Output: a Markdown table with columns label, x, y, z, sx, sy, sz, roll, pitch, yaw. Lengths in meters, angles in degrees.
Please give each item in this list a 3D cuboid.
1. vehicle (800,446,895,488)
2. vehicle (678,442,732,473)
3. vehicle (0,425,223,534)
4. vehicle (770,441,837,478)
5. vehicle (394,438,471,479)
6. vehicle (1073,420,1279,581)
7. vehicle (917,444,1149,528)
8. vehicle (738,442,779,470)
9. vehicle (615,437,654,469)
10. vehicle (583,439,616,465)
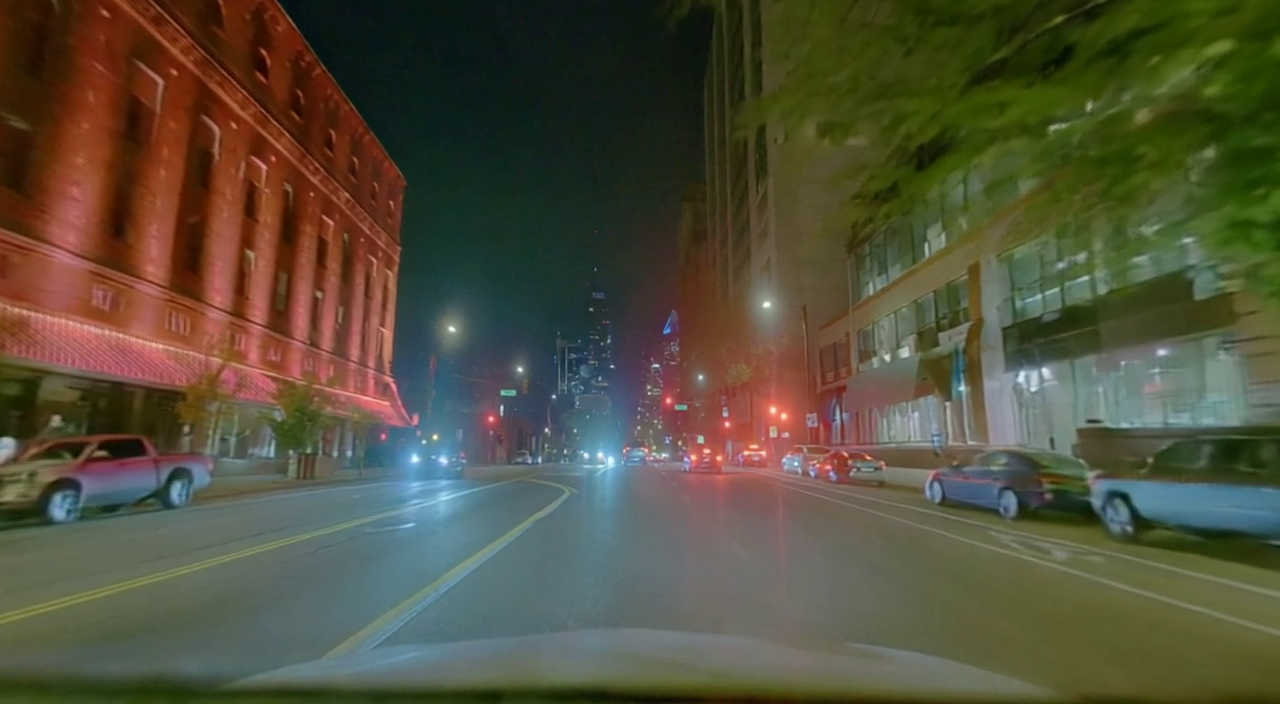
| label | x | y | z | sx | sy | sz | roll | pitch | yaw |
| --- | --- | --- | --- | --- | --- | --- | --- | --- | --- |
| vehicle | 8.111 | 4.520 | 25.220 | 2.054 | 1.455 | 4.786 | 0 | -8 | -1 |
| vehicle | 3.270 | 5.451 | 32.969 | 2.238 | 1.499 | 4.964 | 0 | -8 | -1 |
| vehicle | -14.412 | 3.151 | 16.296 | 2.822 | 2.230 | 6.145 | 0 | -9 | 3 |
| vehicle | 7.983 | 5.252 | 31.350 | 1.963 | 1.649 | 4.562 | 1 | -8 | -2 |
| vehicle | -9.956 | 5.135 | 30.761 | 2.212 | 1.784 | 4.626 | 0 | -8 | 0 |
| vehicle | 8.188 | 1.749 | 7.715 | 2.310 | 1.753 | 4.814 | 0 | -9 | -1 |
| vehicle | 8.201 | 2.783 | 13.874 | 2.072 | 1.479 | 4.603 | 0 | -8 | -1 |
| vehicle | 8.008 | 7.040 | 43.069 | 1.959 | 1.719 | 4.538 | 1 | -7 | 0 |
| vehicle | -0.336 | 6.277 | 39.551 | 2.329 | 1.842 | 4.537 | 0 | -8 | 0 |
| vehicle | -3.005 | 7.380 | 46.587 | 2.297 | 1.812 | 4.244 | 0 | -8 | -4 |
